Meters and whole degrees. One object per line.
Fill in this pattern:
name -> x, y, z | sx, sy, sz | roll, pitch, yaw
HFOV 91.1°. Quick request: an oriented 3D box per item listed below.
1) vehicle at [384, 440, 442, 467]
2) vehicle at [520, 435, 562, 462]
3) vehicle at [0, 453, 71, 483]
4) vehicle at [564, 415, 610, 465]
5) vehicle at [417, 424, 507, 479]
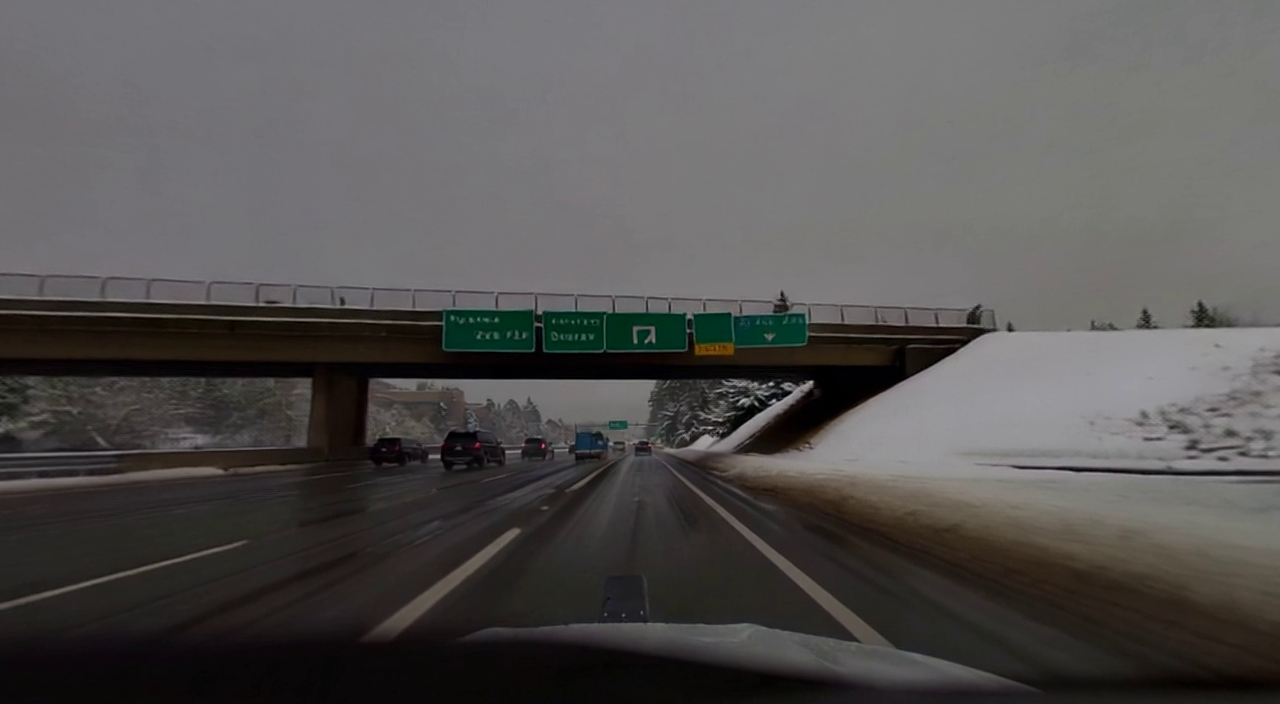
vehicle -> -13.531, 6.062, 37.741 | 1.899, 1.485, 4.368 | 0, -8, 0
vehicle -> -6.840, 6.740, 43.828 | 2.109, 1.784, 4.709 | 0, -8, 1
vehicle -> -32.555, 6.083, 33.097 | 1.689, 1.383, 3.611 | 0, -8, 0
vehicle -> -3.221, 5.575, 39.681 | 2.301, 2.843, 6.458 | 0, -8, 0
vehicle -> -6.951, 3.960, 25.164 | 2.179, 1.948, 4.618 | 0, -8, 1
